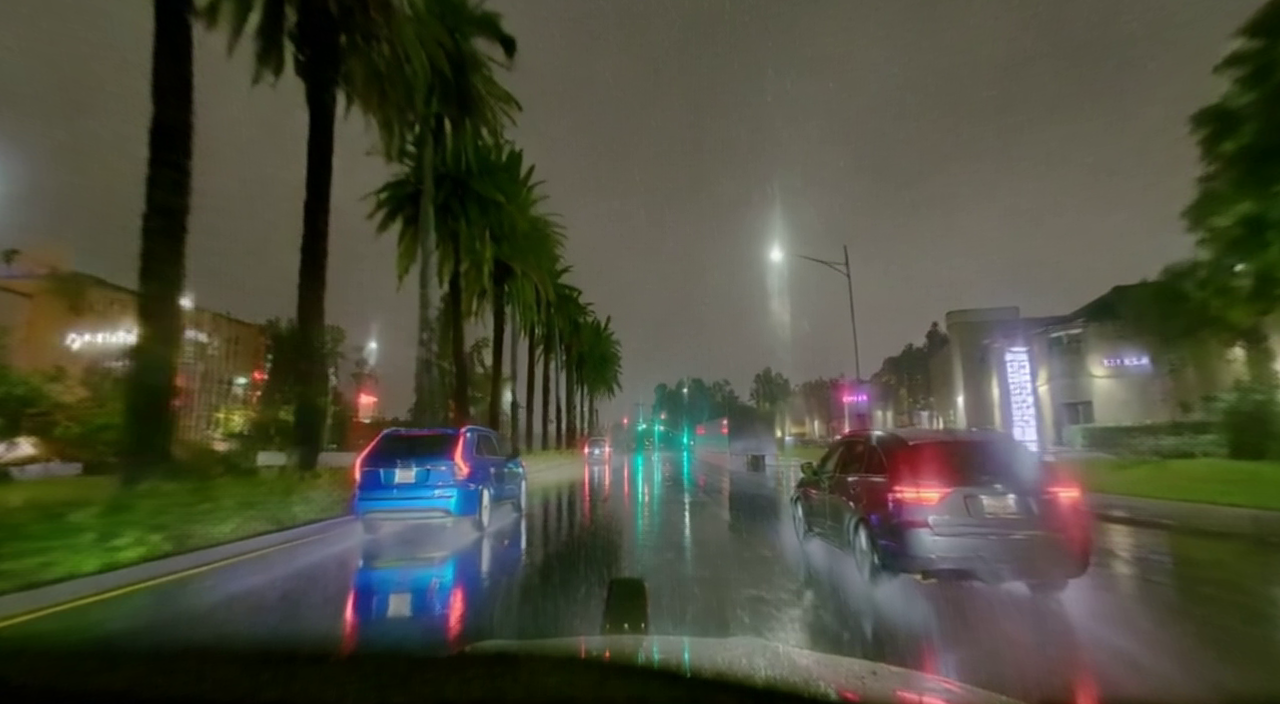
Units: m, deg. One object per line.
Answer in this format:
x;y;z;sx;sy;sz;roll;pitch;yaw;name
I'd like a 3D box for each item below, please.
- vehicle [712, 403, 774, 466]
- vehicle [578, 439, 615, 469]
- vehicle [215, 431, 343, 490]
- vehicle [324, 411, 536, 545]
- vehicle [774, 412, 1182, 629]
7.039;5.831;44.345;2.902;3.992;8.073;0;-8;0;vehicle
-2.658;6.341;39.562;1.998;1.743;4.402;0;-8;1;vehicle
-21.838;6.568;38.884;2.989;3.225;8.285;0;-8;0;vehicle
-3.219;2.029;10.813;2.058;1.804;4.391;0;-8;1;vehicle
2.837;1.492;6.585;1.946;1.513;4.133;0;-8;0;vehicle
